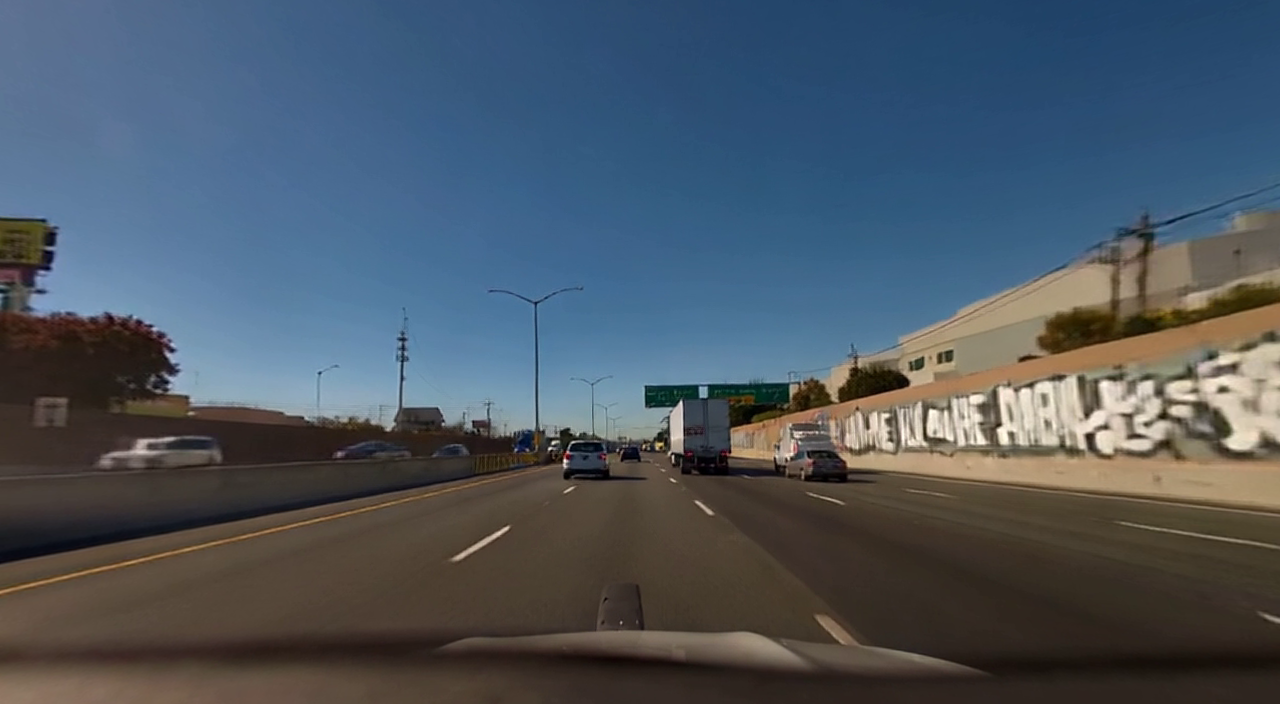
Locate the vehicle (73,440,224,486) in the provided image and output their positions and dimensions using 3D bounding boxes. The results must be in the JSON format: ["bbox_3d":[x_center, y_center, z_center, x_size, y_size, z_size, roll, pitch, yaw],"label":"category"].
[{"bbox_3d":[-19.536,4.420,25.480,2.164,1.657,4.809,0,-9,0],"label":"vehicle"}]

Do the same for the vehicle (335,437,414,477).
[{"bbox_3d":[-10.771,4.283,25.899,1.674,1.481,3.535,0,-9,0],"label":"vehicle"}]

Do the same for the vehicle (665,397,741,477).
[{"bbox_3d":[3.250,4.900,35.833,2.976,3.806,10.591,0,-9,-1],"label":"vehicle"}]

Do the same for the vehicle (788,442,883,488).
[{"bbox_3d":[7.050,4.116,23.350,1.915,1.476,4.677,0,-9,-1],"label":"vehicle"}]

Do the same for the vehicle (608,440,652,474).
[{"bbox_3d":[-0.533,5.630,33.971,2.191,1.685,4.015,0,-9,-1],"label":"vehicle"}]

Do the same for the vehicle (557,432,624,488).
[{"bbox_3d":[-1.833,4.044,23.969,2.249,1.843,5.176,0,-9,-4],"label":"vehicle"}]
